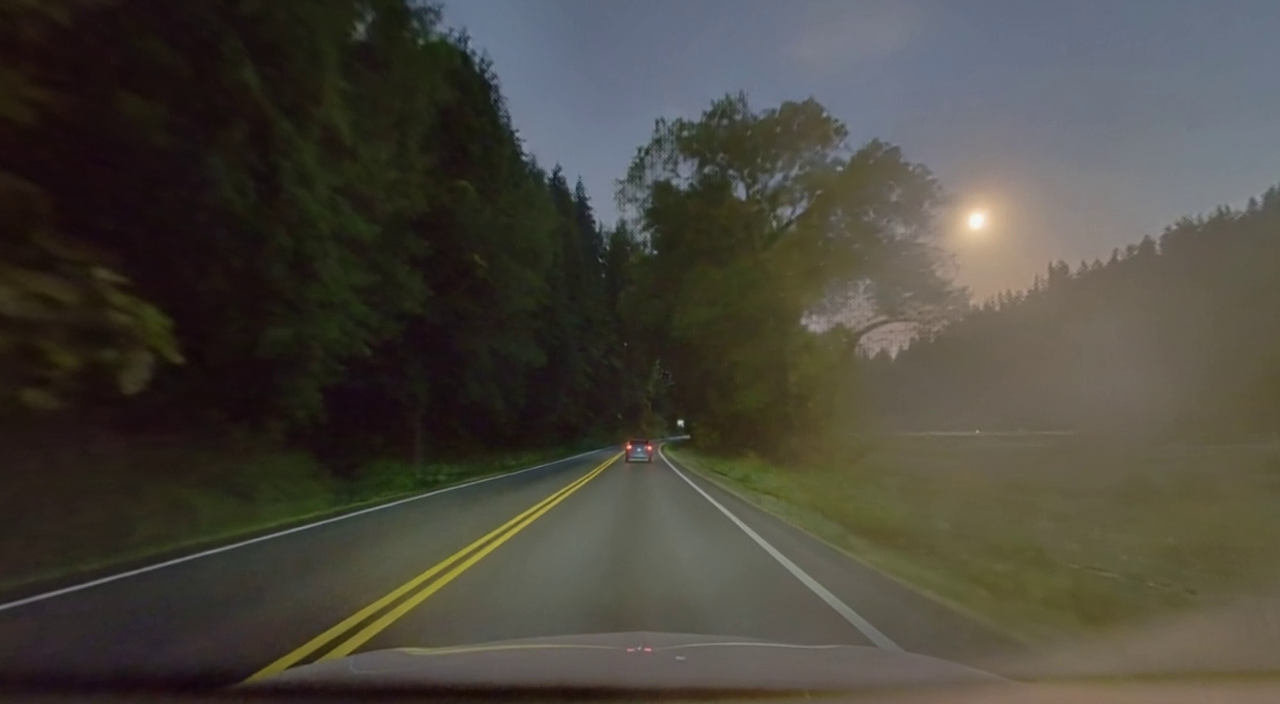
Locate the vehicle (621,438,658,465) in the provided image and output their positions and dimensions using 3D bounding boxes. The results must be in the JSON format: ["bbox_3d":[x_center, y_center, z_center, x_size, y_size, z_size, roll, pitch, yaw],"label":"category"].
[{"bbox_3d":[-0.002,6.021,38.243,2.120,1.491,4.349,0,-8,0],"label":"vehicle"}]
